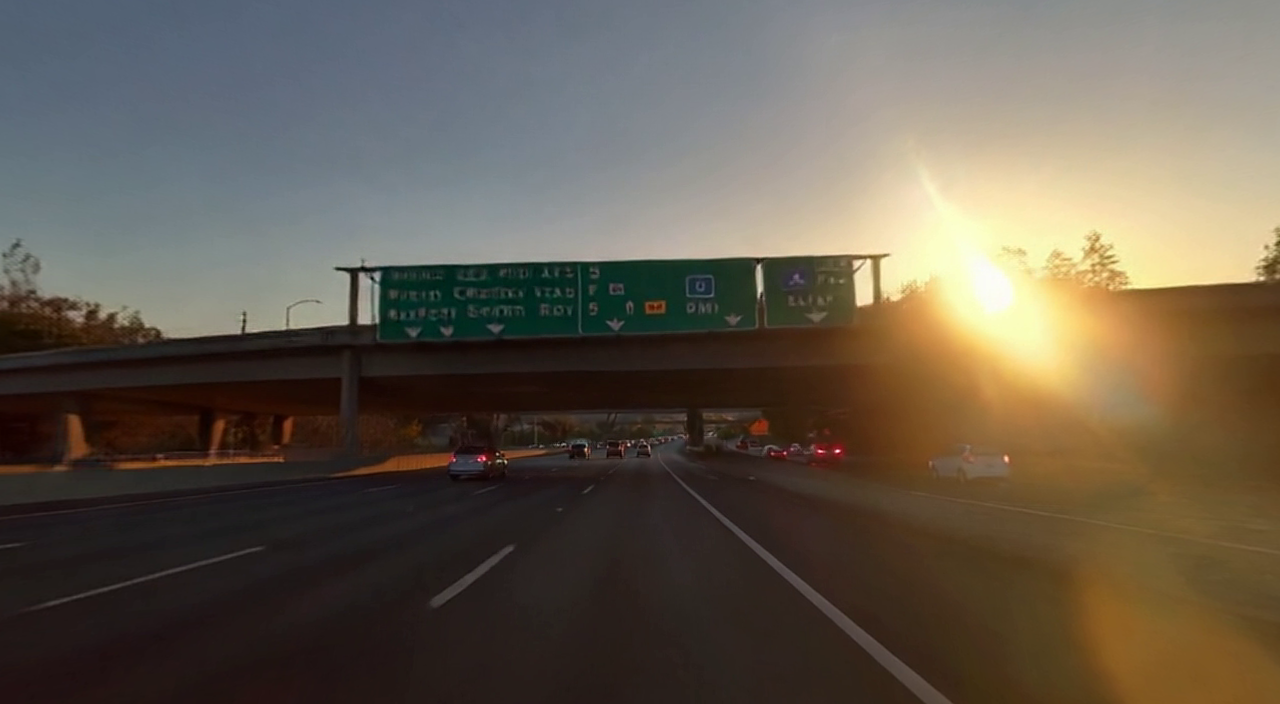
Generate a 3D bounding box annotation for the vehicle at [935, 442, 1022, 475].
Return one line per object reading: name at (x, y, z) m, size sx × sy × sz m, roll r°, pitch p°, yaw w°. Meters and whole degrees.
vehicle at (17.508, 5.491, 32.849) m, size 1.884 × 1.567 × 4.692 m, roll 0°, pitch -8°, yaw -1°

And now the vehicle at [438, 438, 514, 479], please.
vehicle at (-6.705, 4.400, 26.258) m, size 1.985 × 1.513 × 4.172 m, roll 0°, pitch -9°, yaw 0°

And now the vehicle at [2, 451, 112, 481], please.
vehicle at (-32.117, 6.272, 34.867) m, size 1.805 × 1.490 × 4.440 m, roll 0°, pitch -9°, yaw 0°
